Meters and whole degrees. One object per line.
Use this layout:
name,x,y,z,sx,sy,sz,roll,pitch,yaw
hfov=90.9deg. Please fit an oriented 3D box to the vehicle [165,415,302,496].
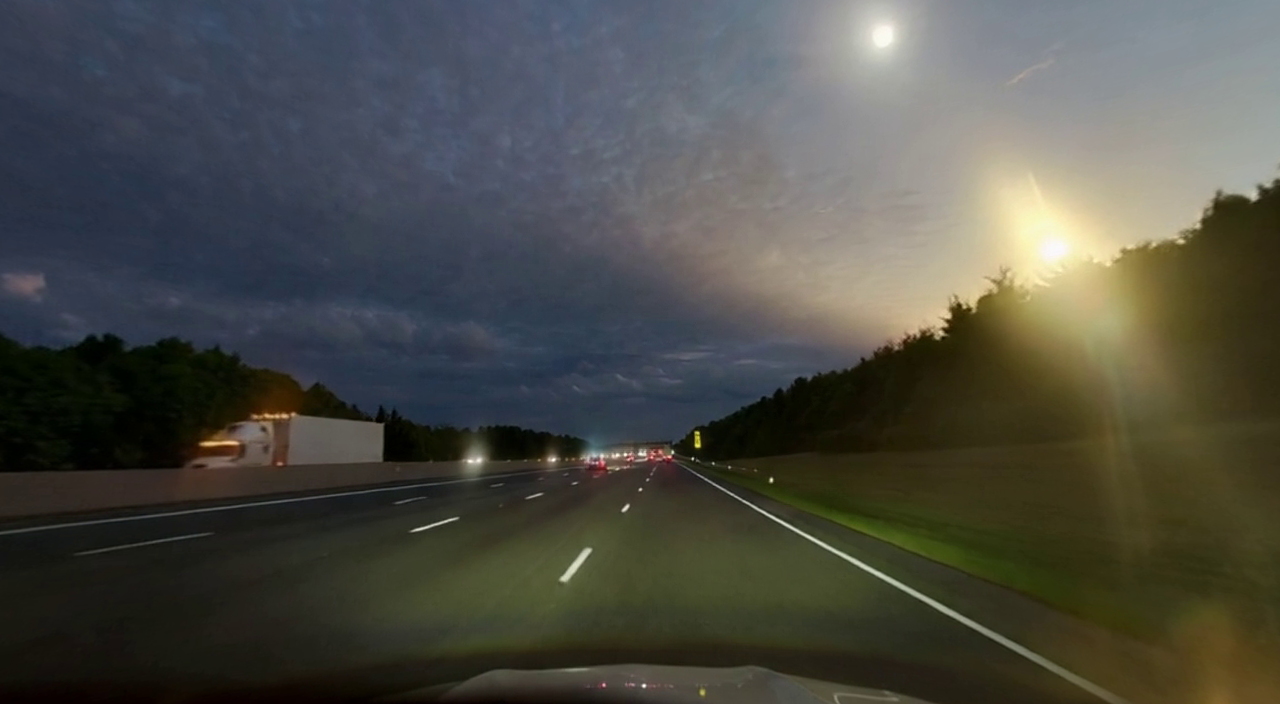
vehicle,-20.951,5.398,32.972,2.894,3.817,5.897,-1,-9,2
